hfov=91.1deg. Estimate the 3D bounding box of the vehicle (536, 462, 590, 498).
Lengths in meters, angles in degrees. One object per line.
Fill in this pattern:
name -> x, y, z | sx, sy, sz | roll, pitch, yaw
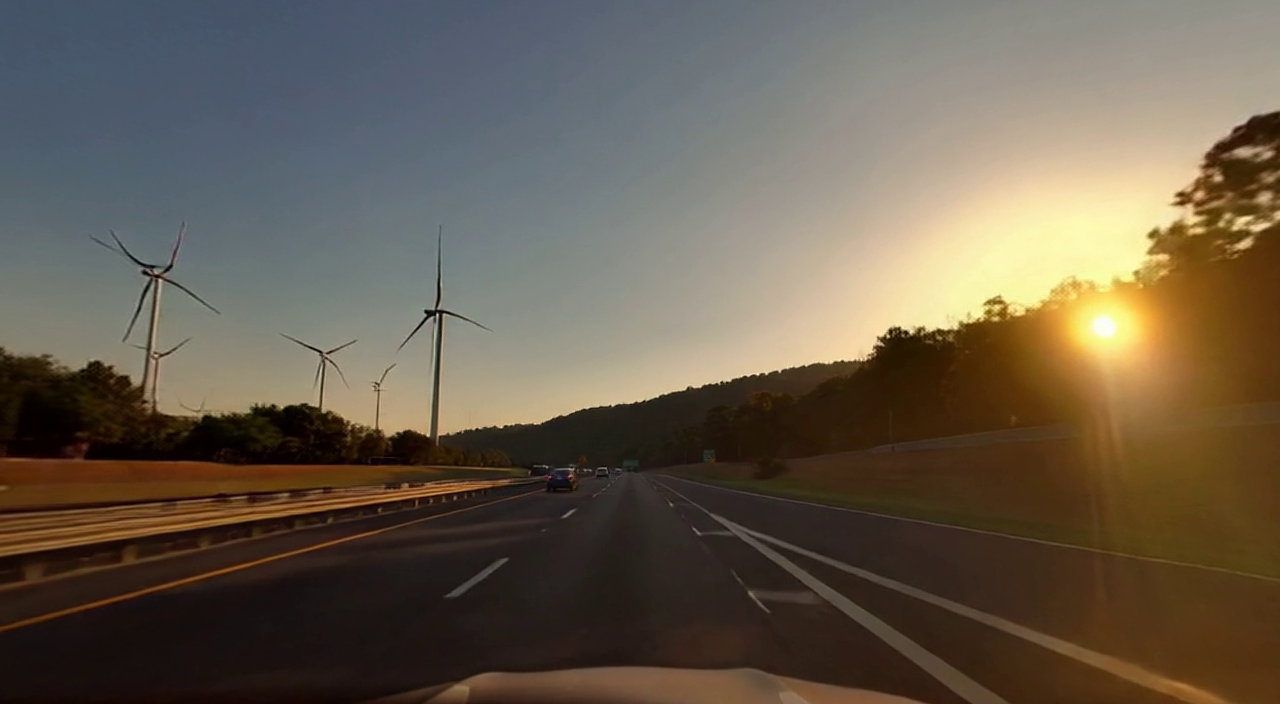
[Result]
vehicle -> -3.530, 5.961, 29.438 | 2.001, 1.486, 4.104 | 1, -10, 0
